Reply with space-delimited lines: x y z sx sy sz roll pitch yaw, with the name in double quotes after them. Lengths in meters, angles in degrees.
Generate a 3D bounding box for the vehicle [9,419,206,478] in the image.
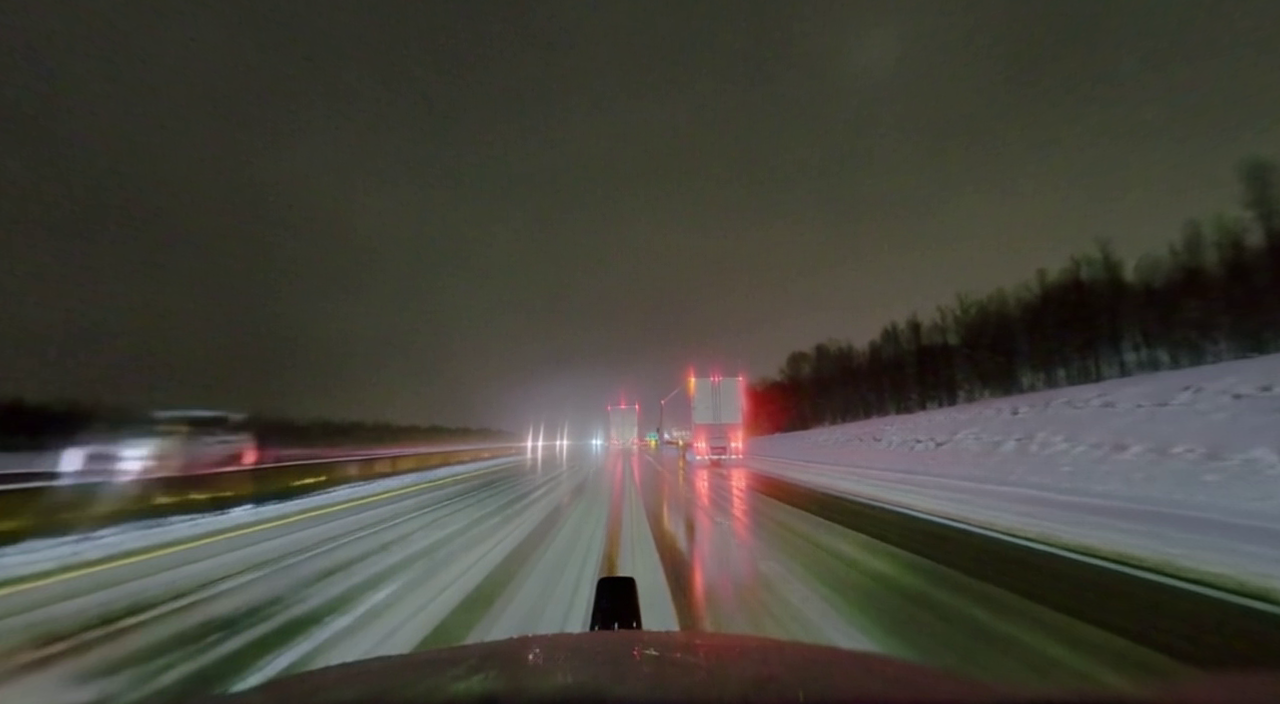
-16.521 3.027 20.033 2.059 1.638 4.831 0 -8 0 "vehicle"

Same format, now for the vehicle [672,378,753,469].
3.398 3.712 31.994 2.873 3.998 8.286 0 -8 -2 "vehicle"
